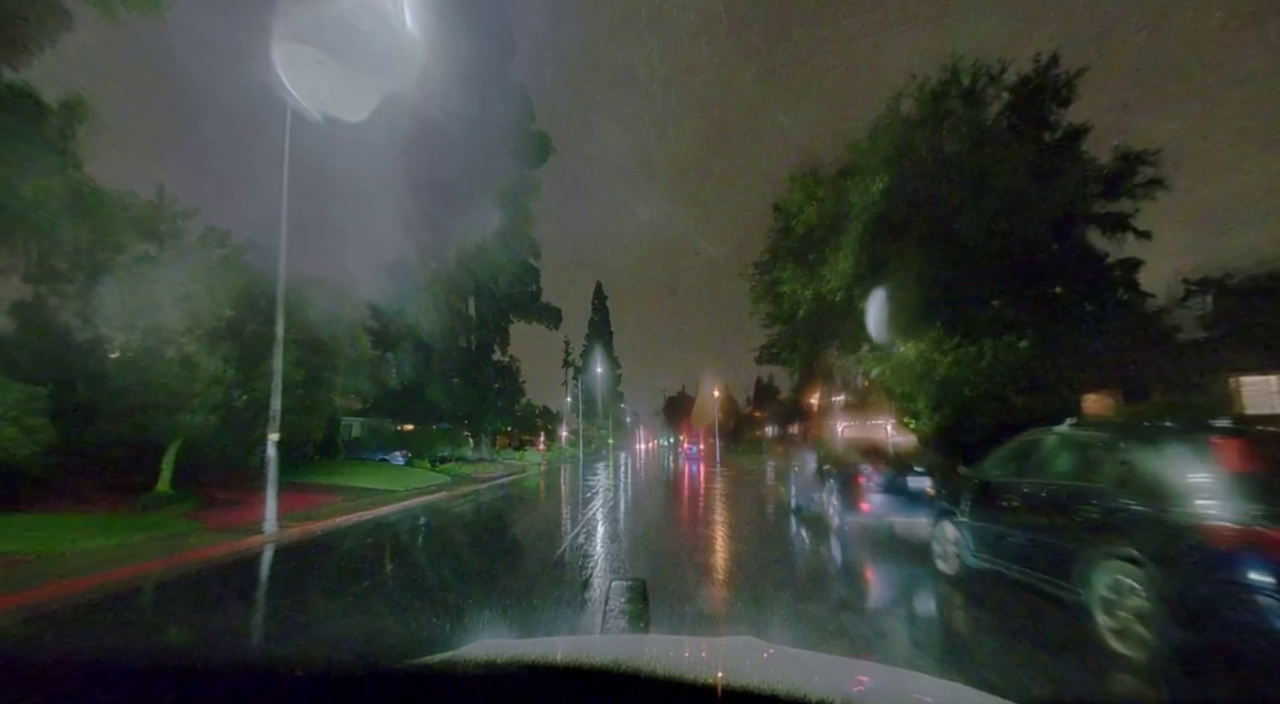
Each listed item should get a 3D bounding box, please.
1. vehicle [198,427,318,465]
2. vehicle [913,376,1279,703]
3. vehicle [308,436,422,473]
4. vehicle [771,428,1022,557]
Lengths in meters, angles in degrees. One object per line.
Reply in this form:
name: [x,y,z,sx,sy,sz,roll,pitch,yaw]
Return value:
vehicle: [-18.464,4.551,30.585,4.530,1.678,1.994,-1,-8,1]
vehicle: [3.546,1.079,3.631,1.969,1.625,4.318,0,-8,0]
vehicle: [-13.232,4.935,30.529,4.543,1.691,1.957,0,-8,0]
vehicle: [3.682,2.091,10.260,1.928,1.567,4.900,0,-8,-1]
